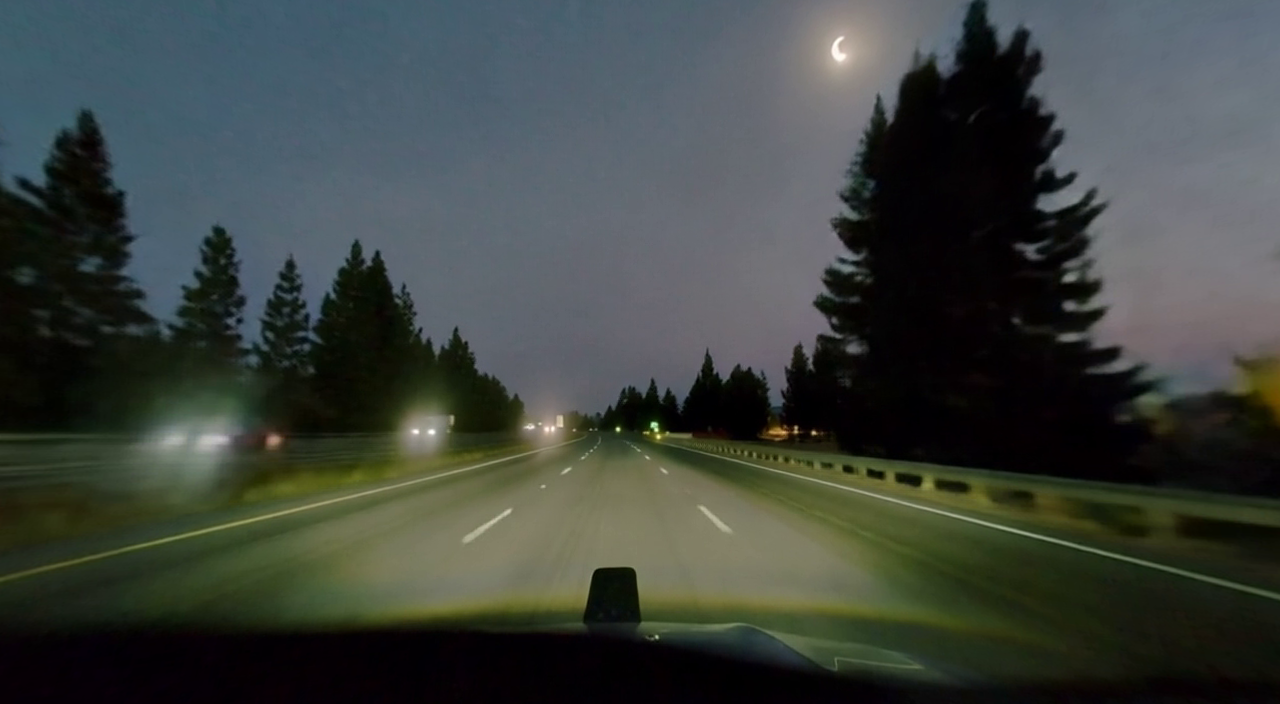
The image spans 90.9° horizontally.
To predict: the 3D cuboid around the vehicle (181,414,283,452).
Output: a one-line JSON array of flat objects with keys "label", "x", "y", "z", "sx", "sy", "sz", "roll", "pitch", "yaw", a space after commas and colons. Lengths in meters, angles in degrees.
[{"label": "vehicle", "x": -16.808, "y": 3.367, "z": 26.204, "sx": 1.730, "sy": 1.441, "sz": 3.830, "roll": 0, "pitch": -8, "yaw": -2}]
